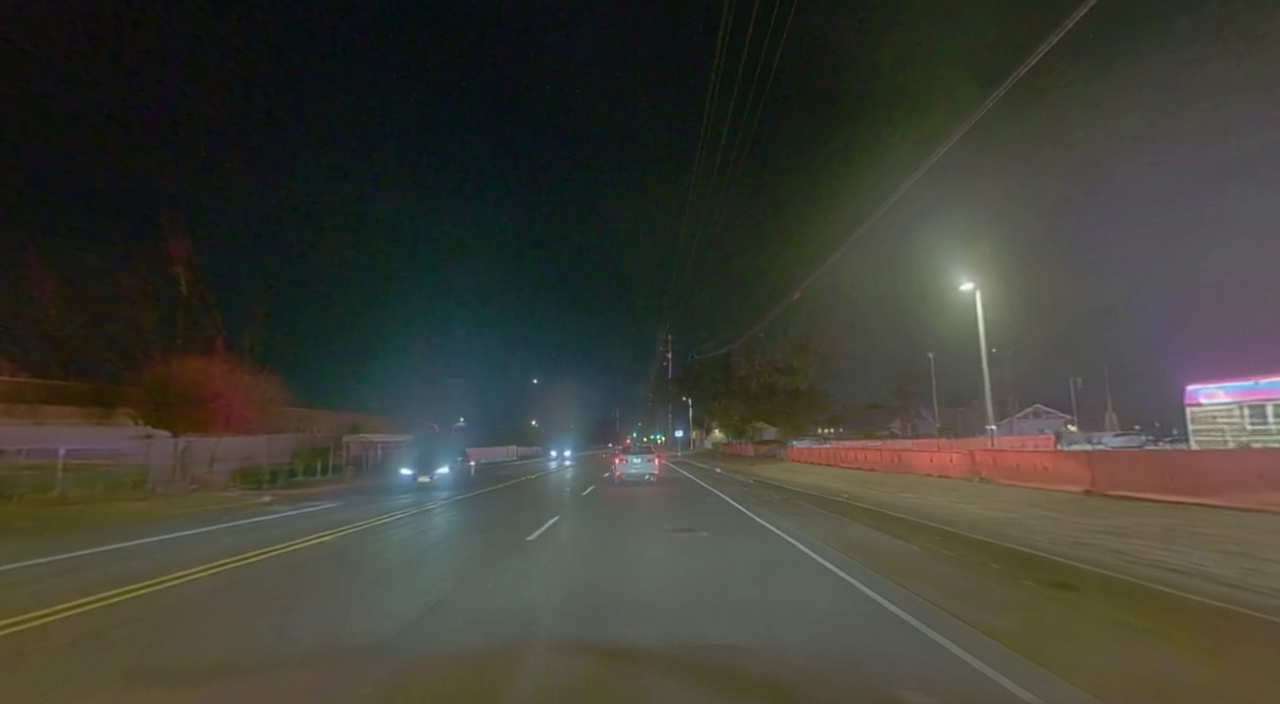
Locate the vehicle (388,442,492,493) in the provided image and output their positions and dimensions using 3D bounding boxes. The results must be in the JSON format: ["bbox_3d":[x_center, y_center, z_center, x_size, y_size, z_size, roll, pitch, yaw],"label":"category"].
[{"bbox_3d":[-6.515,3.800,21.013,1.985,1.505,4.143,0,-9,2],"label":"vehicle"}]

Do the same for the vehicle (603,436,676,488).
[{"bbox_3d":[-0.017,3.527,20.446,2.144,1.514,4.063,0,-8,0],"label":"vehicle"}]

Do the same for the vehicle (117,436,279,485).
[{"bbox_3d":[-18.210,4.470,26.056,5.085,1.906,2.153,0,-9,1],"label":"vehicle"}]

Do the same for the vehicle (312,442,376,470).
[{"bbox_3d":[-19.393,6.820,41.382,2.050,1.714,4.619,0,-8,-2],"label":"vehicle"}]

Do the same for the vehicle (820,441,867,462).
[{"bbox_3d":[15.394,7.519,47.725,2.040,1.506,4.289,0,-9,-1],"label":"vehicle"}]

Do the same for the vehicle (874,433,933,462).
[{"bbox_3d":[19.800,7.144,47.475,2.245,1.932,5.951,-3,-7,5],"label":"vehicle"}]

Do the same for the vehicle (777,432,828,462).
[{"bbox_3d":[12.244,7.238,47.834,2.280,2.050,5.515,-2,-9,-1],"label":"vehicle"}]

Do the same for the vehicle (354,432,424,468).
[{"bbox_3d":[-16.450,6.463,41.487,2.230,2.164,5.732,0,-8,0],"label":"vehicle"}]
